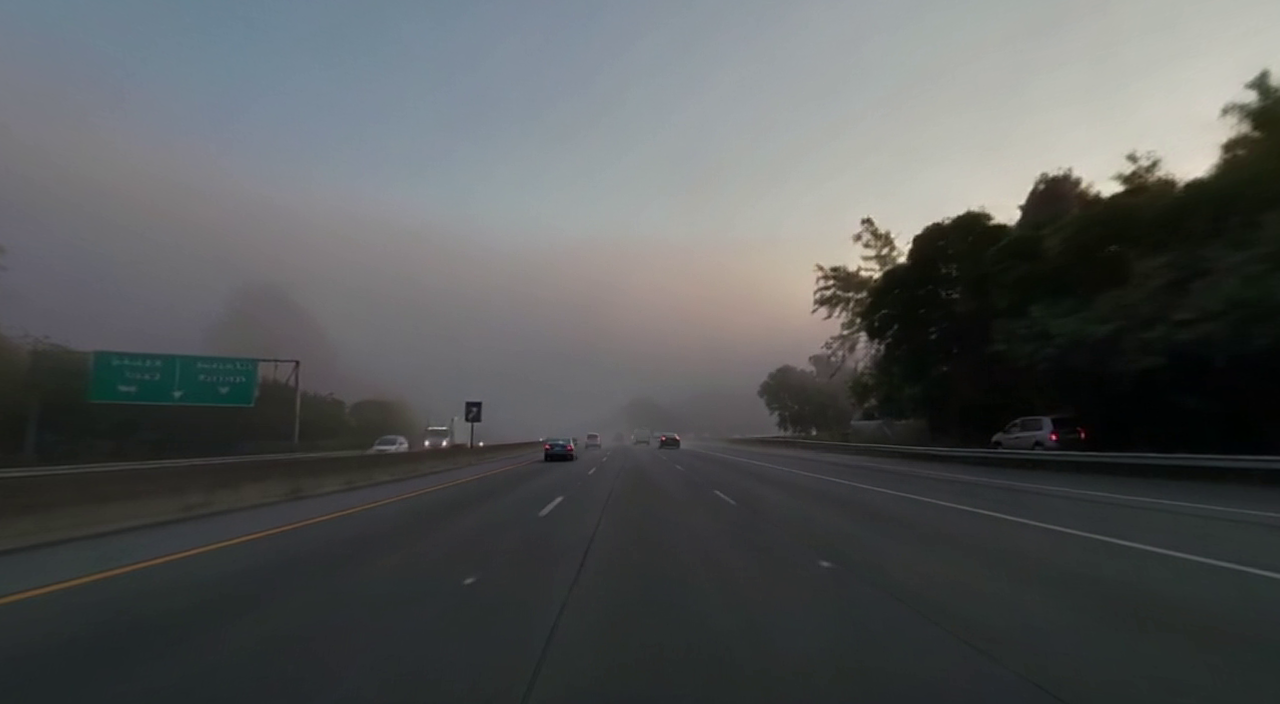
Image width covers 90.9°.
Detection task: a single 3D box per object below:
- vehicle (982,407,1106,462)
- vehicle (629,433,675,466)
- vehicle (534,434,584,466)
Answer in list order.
[{"bbox_3d":[20.321,4.227,32.185,2.232,2.540,6.015,0,-8,-1],"label":"vehicle"},{"bbox_3d":[0.531,4.888,31.836,2.086,1.554,3.875,0,-8,-2],"label":"vehicle"},{"bbox_3d":[-3.995,4.908,31.632,2.014,1.471,4.380,0,-8,-1],"label":"vehicle"}]
